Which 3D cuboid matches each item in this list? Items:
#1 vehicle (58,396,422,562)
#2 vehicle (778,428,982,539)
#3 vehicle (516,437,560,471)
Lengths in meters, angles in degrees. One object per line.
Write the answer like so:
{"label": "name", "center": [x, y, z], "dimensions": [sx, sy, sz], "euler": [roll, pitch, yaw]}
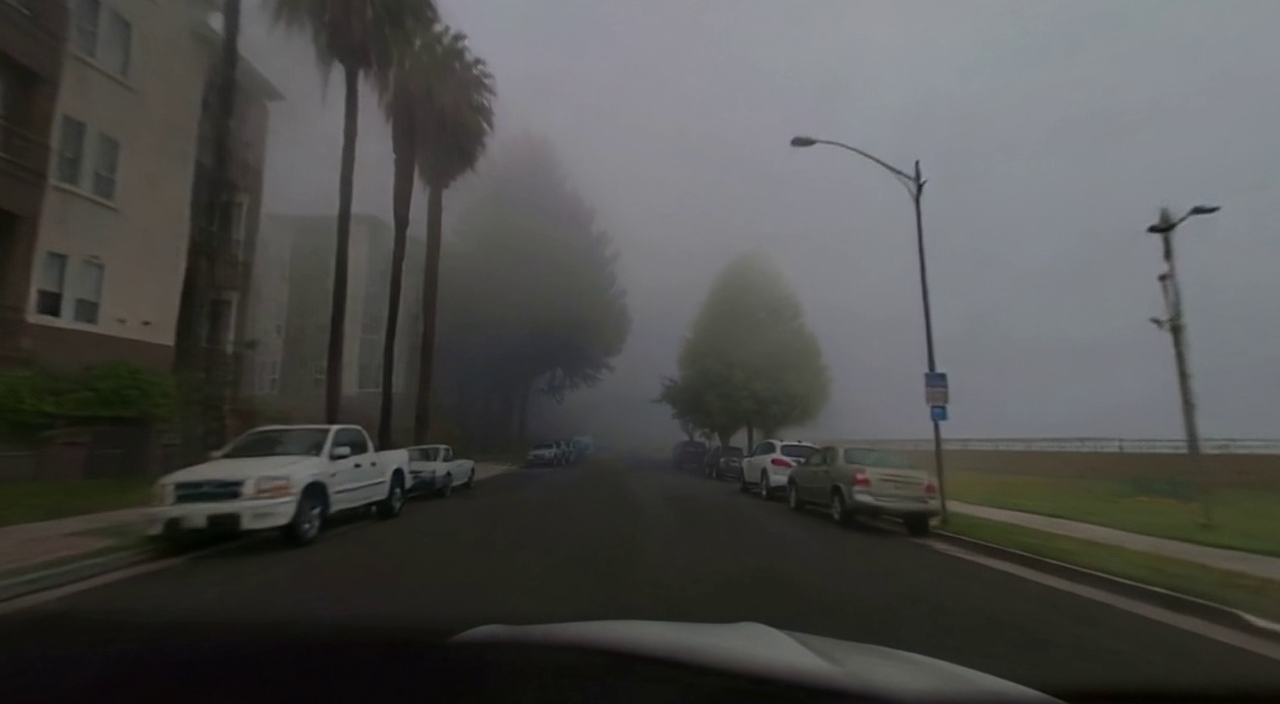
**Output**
{"label": "vehicle", "center": [-5.614, 1.916, 10.214], "dimensions": [2.358, 1.905, 5.615], "euler": [0, -9, -2]}
{"label": "vehicle", "center": [4.418, 2.484, 12.635], "dimensions": [1.969, 1.782, 4.677], "euler": [1, -9, -4]}
{"label": "vehicle", "center": [-6.013, 6.068, 37.769], "dimensions": [1.947, 1.806, 4.413], "euler": [2, -8, -2]}
